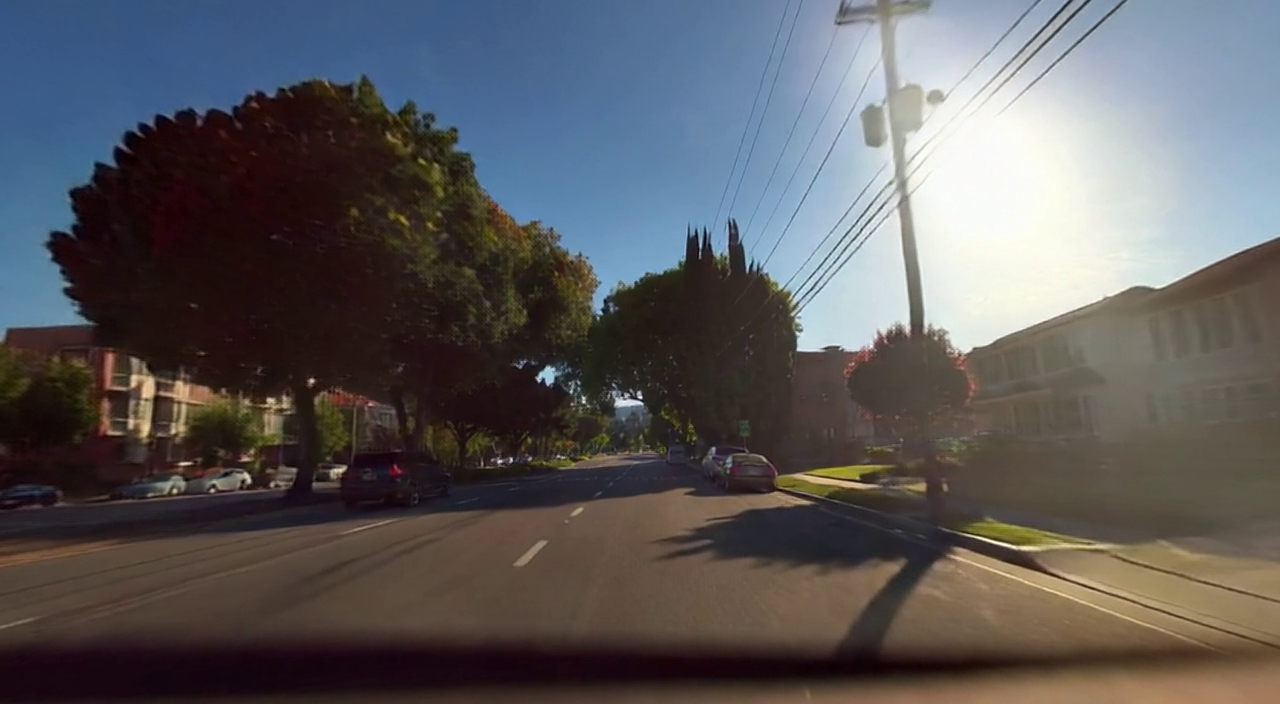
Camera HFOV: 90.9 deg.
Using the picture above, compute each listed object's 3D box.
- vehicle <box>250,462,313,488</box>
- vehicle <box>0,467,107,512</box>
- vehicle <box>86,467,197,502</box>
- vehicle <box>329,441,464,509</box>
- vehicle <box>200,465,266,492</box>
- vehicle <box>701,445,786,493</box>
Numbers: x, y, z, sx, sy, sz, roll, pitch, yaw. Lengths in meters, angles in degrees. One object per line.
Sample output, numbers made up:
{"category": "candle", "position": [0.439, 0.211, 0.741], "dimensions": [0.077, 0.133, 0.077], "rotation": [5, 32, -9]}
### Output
{"category": "vehicle", "position": [-25.559, 8.753, 45.117], "dimensions": [1.926, 1.557, 4.385], "rotation": [0, -8, -1]}
{"category": "vehicle", "position": [-25.683, 5.708, 26.500], "dimensions": [1.912, 1.538, 5.264], "rotation": [0, -8, 1]}
{"category": "vehicle", "position": [-25.633, 6.805, 32.669], "dimensions": [1.883, 1.451, 4.676], "rotation": [0, -8, 1]}
{"category": "vehicle", "position": [-6.699, 3.388, 17.980], "dimensions": [2.000, 1.671, 4.497], "rotation": [0, -8, 1]}
{"category": "vehicle", "position": [-25.617, 7.956, 39.848], "dimensions": [1.706, 1.435, 3.899], "rotation": [0, -8, -2]}
{"category": "vehicle", "position": [3.559, 4.105, 22.623], "dimensions": [2.259, 1.500, 4.474], "rotation": [0, -8, 0]}
